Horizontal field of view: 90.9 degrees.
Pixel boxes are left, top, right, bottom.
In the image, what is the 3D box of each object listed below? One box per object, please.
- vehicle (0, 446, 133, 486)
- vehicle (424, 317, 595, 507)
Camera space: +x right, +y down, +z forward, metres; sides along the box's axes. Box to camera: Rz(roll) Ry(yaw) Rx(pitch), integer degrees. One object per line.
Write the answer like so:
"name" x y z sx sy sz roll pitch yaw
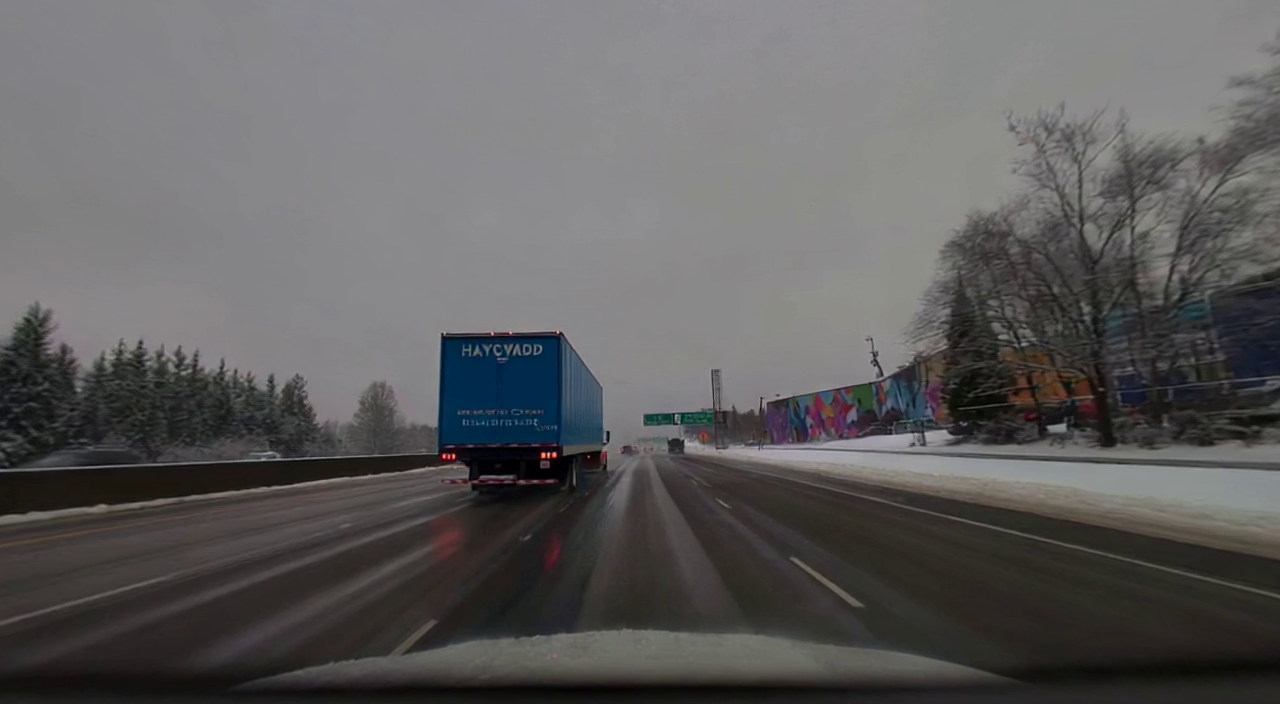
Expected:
"vehicle" -25.948 5.075 28.494 2.009 1.601 4.712 0 -8 1
"vehicle" -3.097 1.850 18.011 2.977 4.048 8.890 -1 -8 0
